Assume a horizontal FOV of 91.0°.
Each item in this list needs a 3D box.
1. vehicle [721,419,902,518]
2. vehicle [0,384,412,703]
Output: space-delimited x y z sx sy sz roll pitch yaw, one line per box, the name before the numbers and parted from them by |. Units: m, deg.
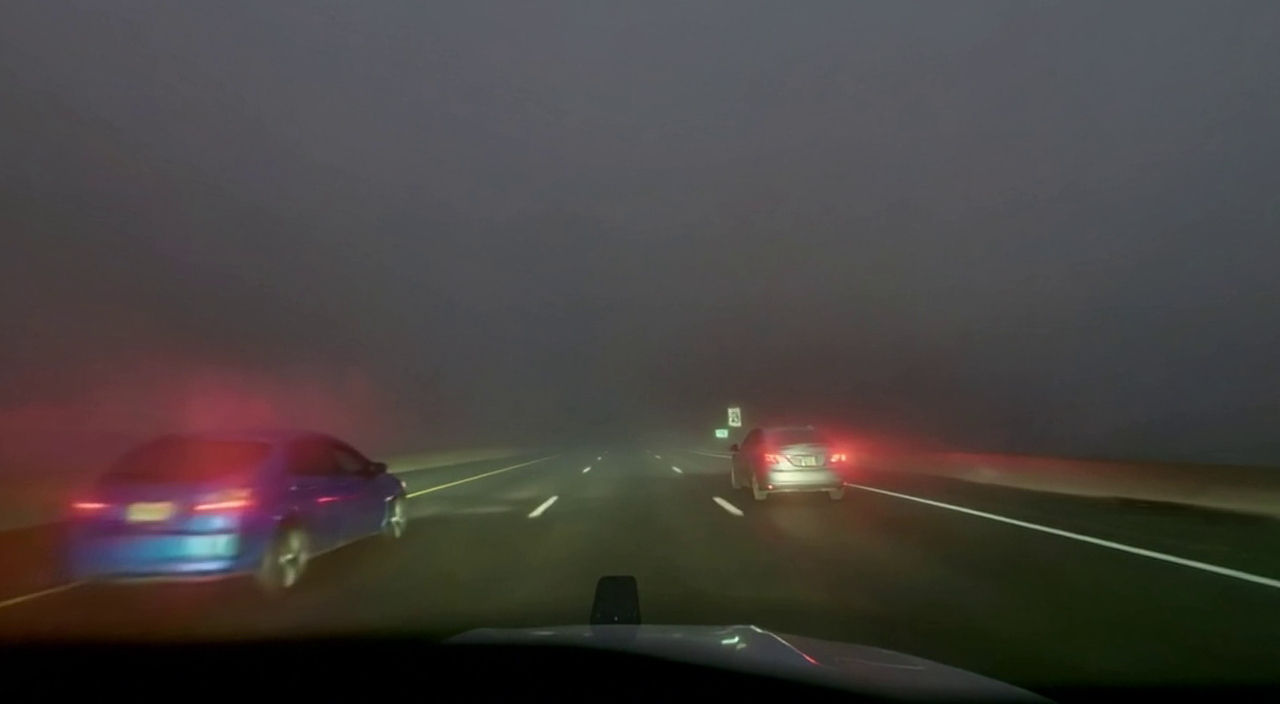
vehicle | 3.176 2.274 12.801 2.349 1.651 4.161 0 -8 -2
vehicle | -3.700 1.256 4.962 2.206 1.604 4.374 0 -8 -1
